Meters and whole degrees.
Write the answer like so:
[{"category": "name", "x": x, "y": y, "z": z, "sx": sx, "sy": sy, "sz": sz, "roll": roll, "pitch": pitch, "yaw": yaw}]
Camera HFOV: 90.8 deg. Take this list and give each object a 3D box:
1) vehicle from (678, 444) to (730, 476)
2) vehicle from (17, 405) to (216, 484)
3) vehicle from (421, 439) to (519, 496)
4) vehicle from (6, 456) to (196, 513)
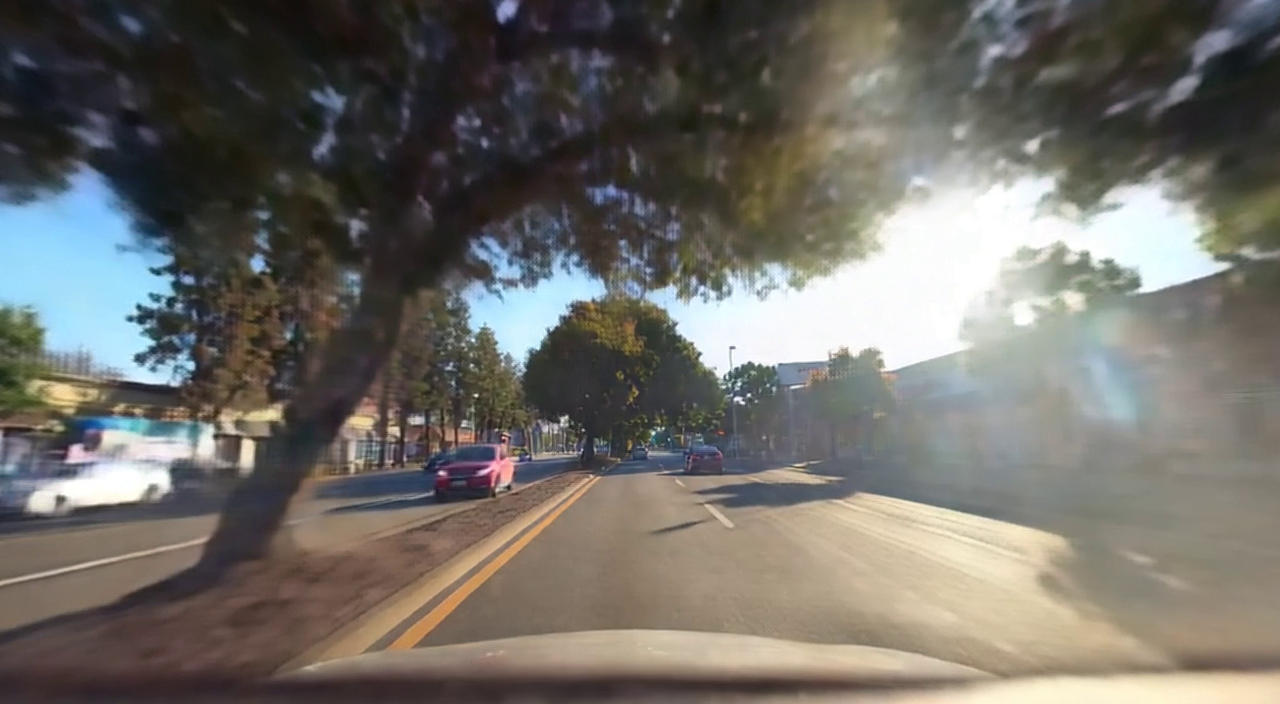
[{"category": "vehicle", "x": 3.120, "y": 5.377, "z": 31.603, "sx": 1.983, "sy": 1.482, "sz": 4.463, "roll": 0, "pitch": -9, "yaw": -2}, {"category": "vehicle", "x": -27.778, "y": 5.029, "z": 34.363, "sx": 2.804, "sy": 3.714, "sz": 8.815, "roll": 0, "pitch": -9, "yaw": 3}, {"category": "vehicle", "x": -5.400, "y": 3.706, "z": 20.678, "sx": 2.100, "sy": 1.639, "sz": 4.268, "roll": 0, "pitch": -9, "yaw": -1}, {"category": "vehicle", "x": -16.235, "y": 3.967, "z": 19.426, "sx": 1.989, "sy": 1.466, "sz": 4.349, "roll": 0, "pitch": -9, "yaw": 0}]
